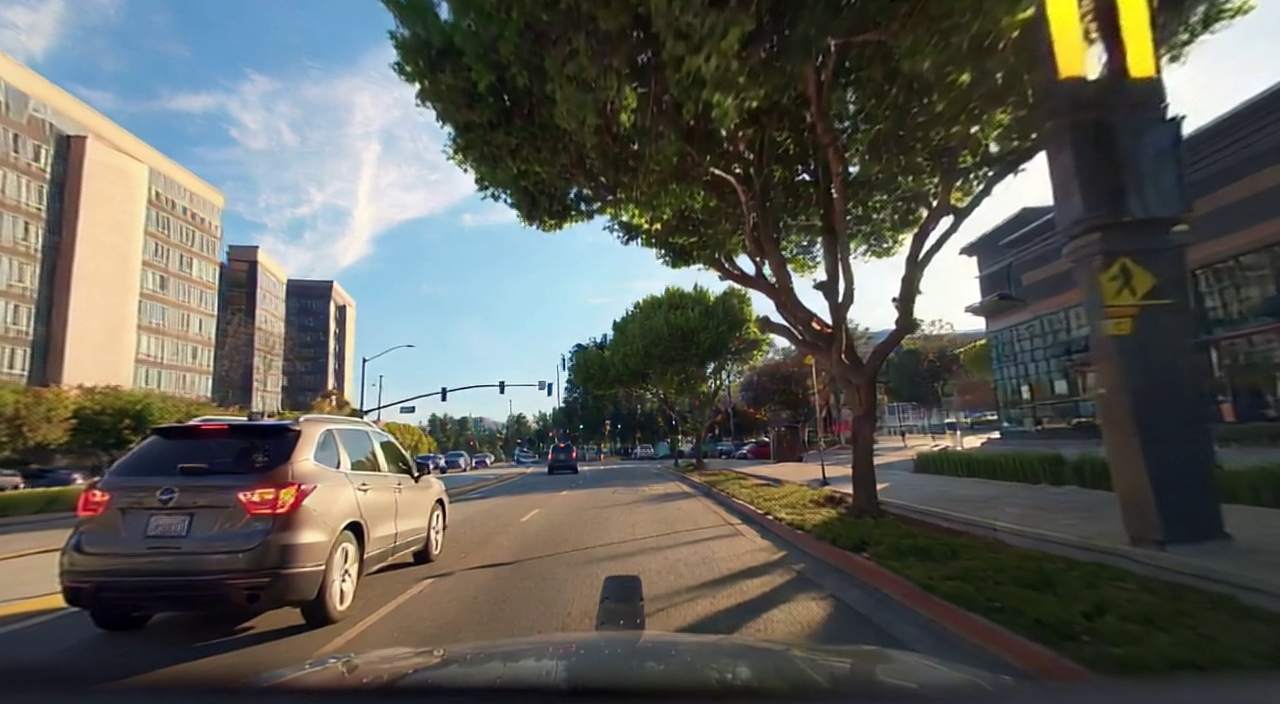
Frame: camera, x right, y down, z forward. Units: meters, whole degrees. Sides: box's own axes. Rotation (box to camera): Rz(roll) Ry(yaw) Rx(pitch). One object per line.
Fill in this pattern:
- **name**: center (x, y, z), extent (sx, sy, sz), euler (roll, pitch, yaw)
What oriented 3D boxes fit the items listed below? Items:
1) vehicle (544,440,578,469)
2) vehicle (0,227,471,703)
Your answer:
- **vehicle**: center (-5.289, 6.926, 42.803), extent (2.134, 1.799, 5.082), euler (1, -9, -6)
- **vehicle**: center (-3.338, 0.985, 4.795), extent (2.509, 1.885, 5.831), euler (0, -9, 0)
